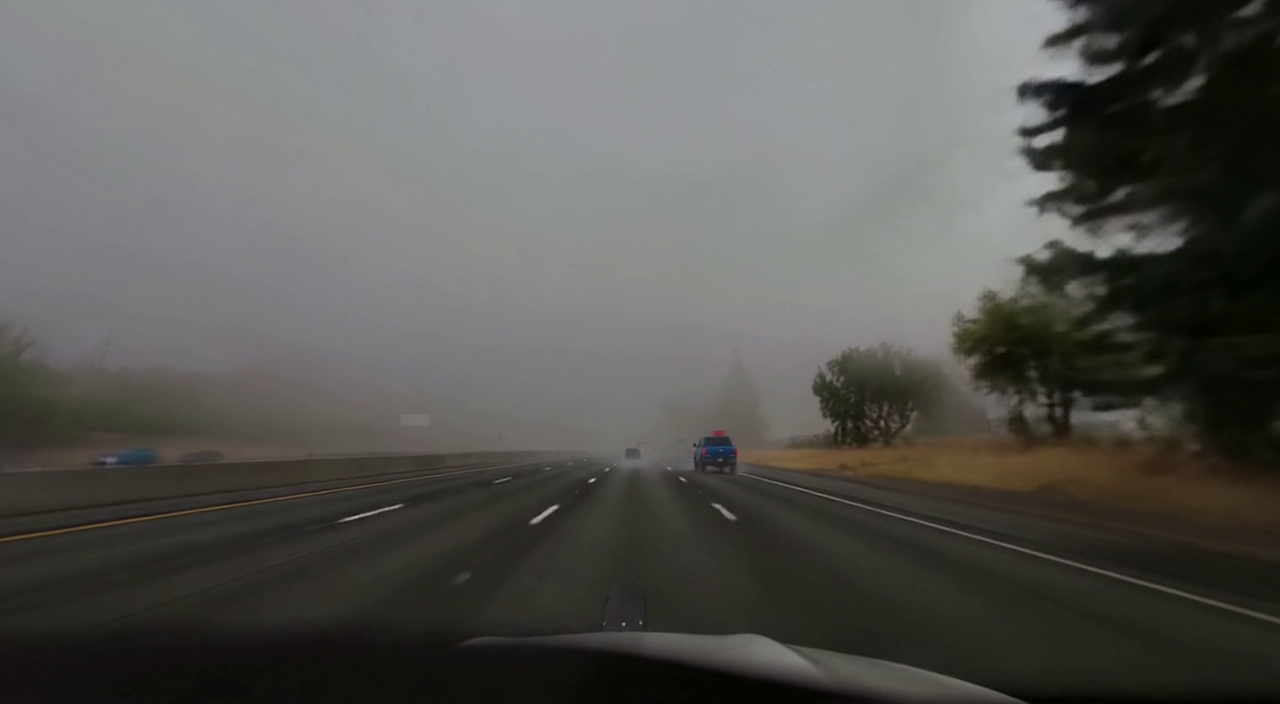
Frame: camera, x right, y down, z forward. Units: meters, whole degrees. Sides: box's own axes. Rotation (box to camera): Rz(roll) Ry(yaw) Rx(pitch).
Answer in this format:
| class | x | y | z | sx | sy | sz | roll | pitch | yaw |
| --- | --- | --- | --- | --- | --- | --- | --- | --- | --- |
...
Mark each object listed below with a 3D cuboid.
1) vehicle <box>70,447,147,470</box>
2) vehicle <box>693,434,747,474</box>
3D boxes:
| class | x | y | z | sx | sy | sz | roll | pitch | yaw |
| --- | --- | --- | --- | --- | --- | --- | --- | --- | --- |
| vehicle | -36.619 | 7.347 | 43.576 | 1.730 | 1.425 | 4.082 | -1 | -8 | 0 |
| vehicle | 4.183 | 5.439 | 33.817 | 2.172 | 1.930 | 4.879 | 0 | -8 | -1 |
